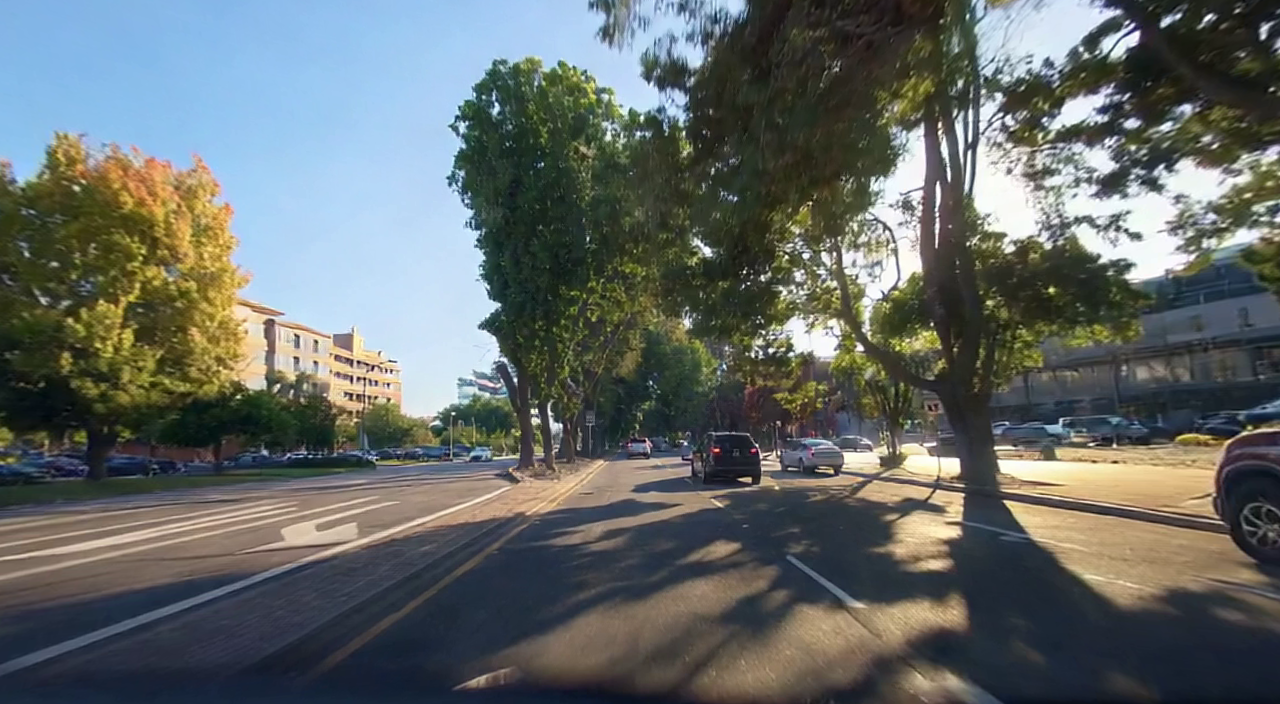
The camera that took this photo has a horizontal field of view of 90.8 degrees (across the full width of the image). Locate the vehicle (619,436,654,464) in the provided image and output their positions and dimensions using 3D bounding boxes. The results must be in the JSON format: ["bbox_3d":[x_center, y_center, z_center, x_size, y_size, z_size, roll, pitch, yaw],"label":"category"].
[{"bbox_3d":[-0.254,6.252,40.493,2.132,1.693,3.819,0,-8,-1],"label":"vehicle"}]

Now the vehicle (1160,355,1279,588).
[{"bbox_3d":[7.209,0.865,4.232,2.429,2.142,5.731,0,-8,-1],"label":"vehicle"}]

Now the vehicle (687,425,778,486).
[{"bbox_3d":[2.948,3.444,21.289,2.227,1.794,4.457,0,-8,-2],"label":"vehicle"}]

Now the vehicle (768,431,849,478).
[{"bbox_3d":[6.691,4.122,25.574,2.025,1.719,4.161,0,-8,-1],"label":"vehicle"}]
